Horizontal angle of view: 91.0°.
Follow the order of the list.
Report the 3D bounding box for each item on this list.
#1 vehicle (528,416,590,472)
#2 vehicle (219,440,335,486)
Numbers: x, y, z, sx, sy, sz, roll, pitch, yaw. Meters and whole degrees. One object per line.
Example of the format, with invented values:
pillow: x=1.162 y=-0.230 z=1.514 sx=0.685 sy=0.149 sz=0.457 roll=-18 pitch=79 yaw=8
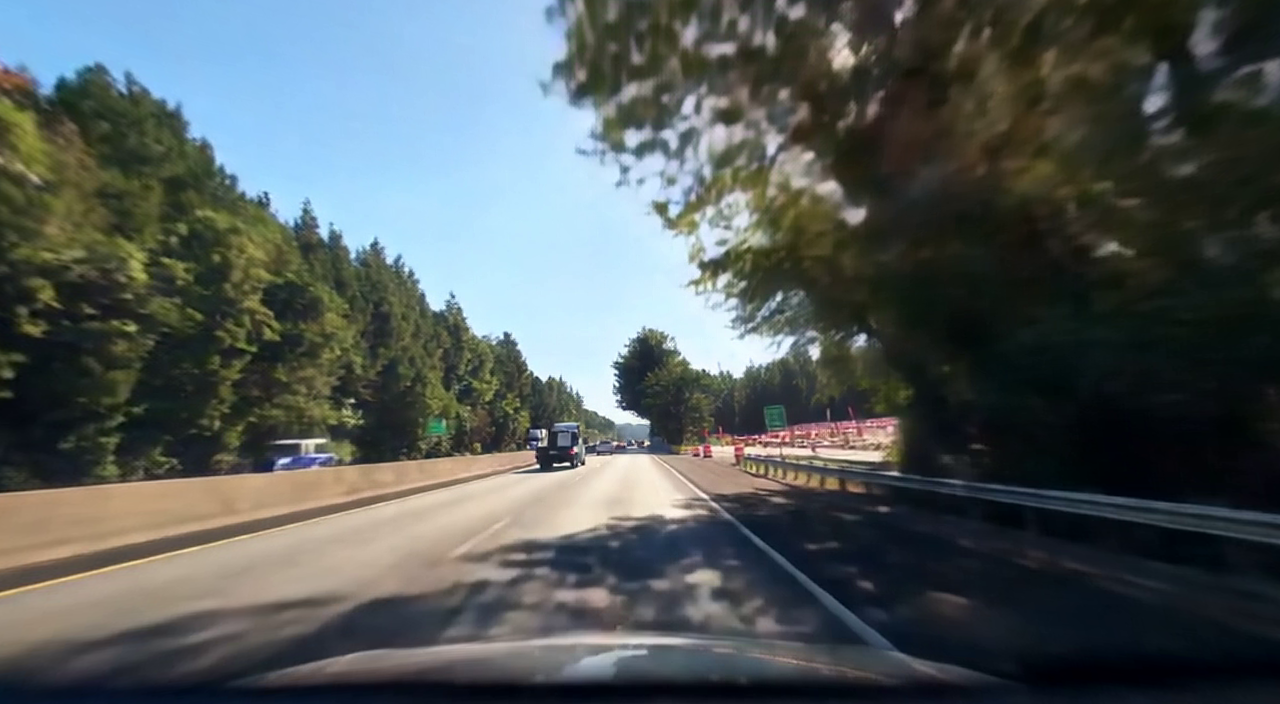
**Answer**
vehicle: x=-4.077 y=4.778 z=32.805 sx=2.484 sy=2.625 sz=5.907 roll=0 pitch=-8 yaw=0
vehicle: x=-16.977 y=5.184 z=29.845 sx=2.242 sy=1.934 sz=5.464 roll=-1 pitch=-8 yaw=0
